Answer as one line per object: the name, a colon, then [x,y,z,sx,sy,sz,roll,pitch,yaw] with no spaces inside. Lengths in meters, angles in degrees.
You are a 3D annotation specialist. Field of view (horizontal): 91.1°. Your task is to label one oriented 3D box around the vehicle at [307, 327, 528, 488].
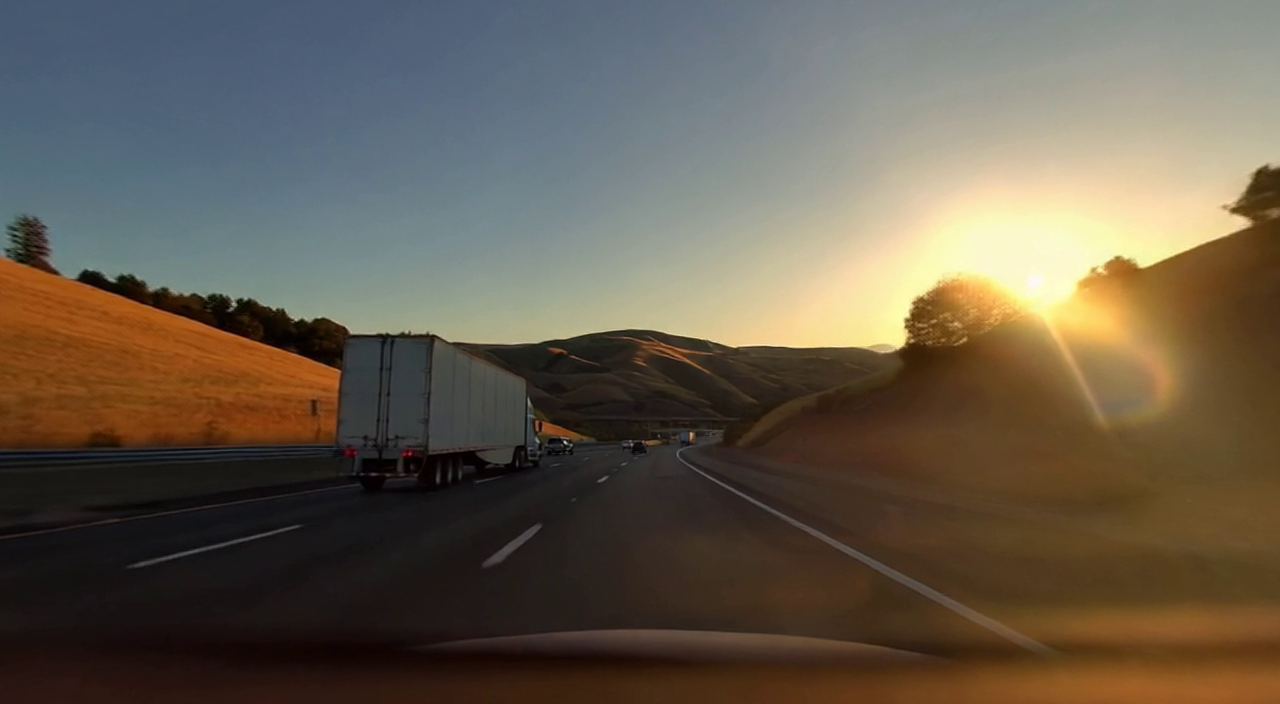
vehicle: [-6.323,2.092,20.649,2.981,3.860,11.022,0,-8,1]
